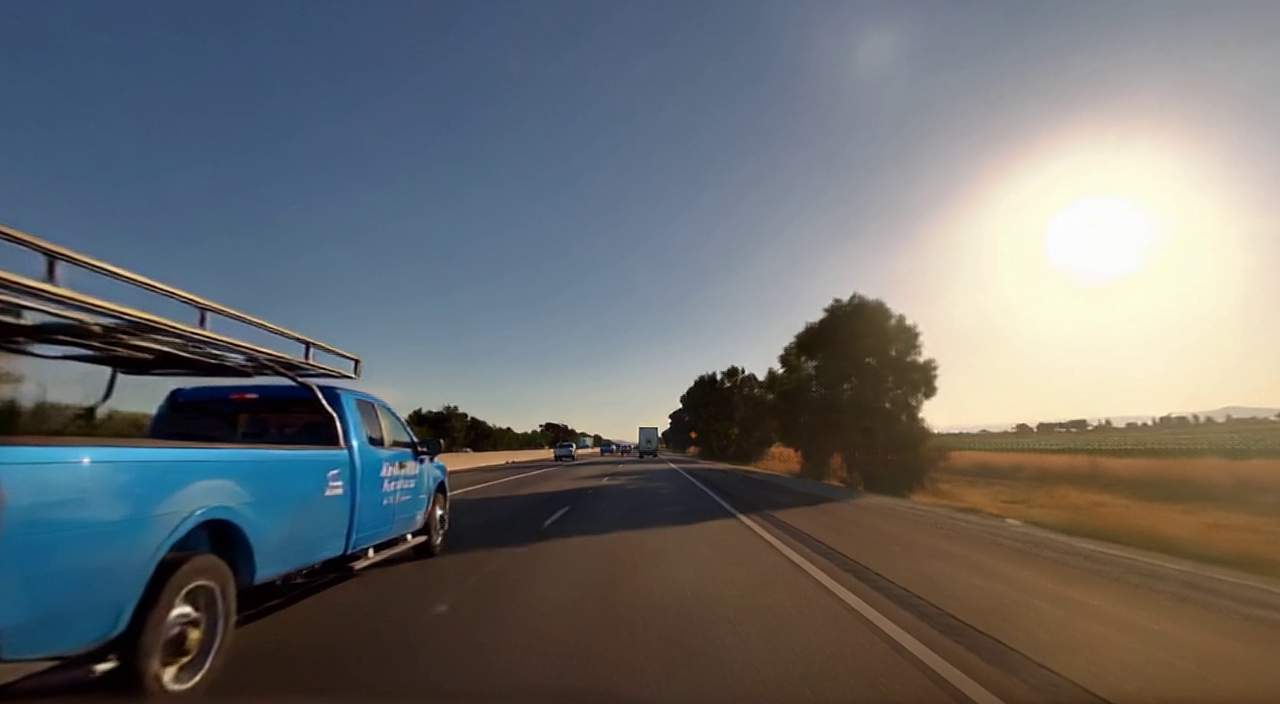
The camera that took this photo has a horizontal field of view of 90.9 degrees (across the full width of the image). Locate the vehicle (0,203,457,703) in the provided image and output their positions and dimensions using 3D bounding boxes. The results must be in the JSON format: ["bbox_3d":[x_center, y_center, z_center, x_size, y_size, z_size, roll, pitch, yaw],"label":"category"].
[{"bbox_3d":[-3.773,0.962,4.629,2.791,2.330,6.725,-1,-8,0],"label":"vehicle"}]
